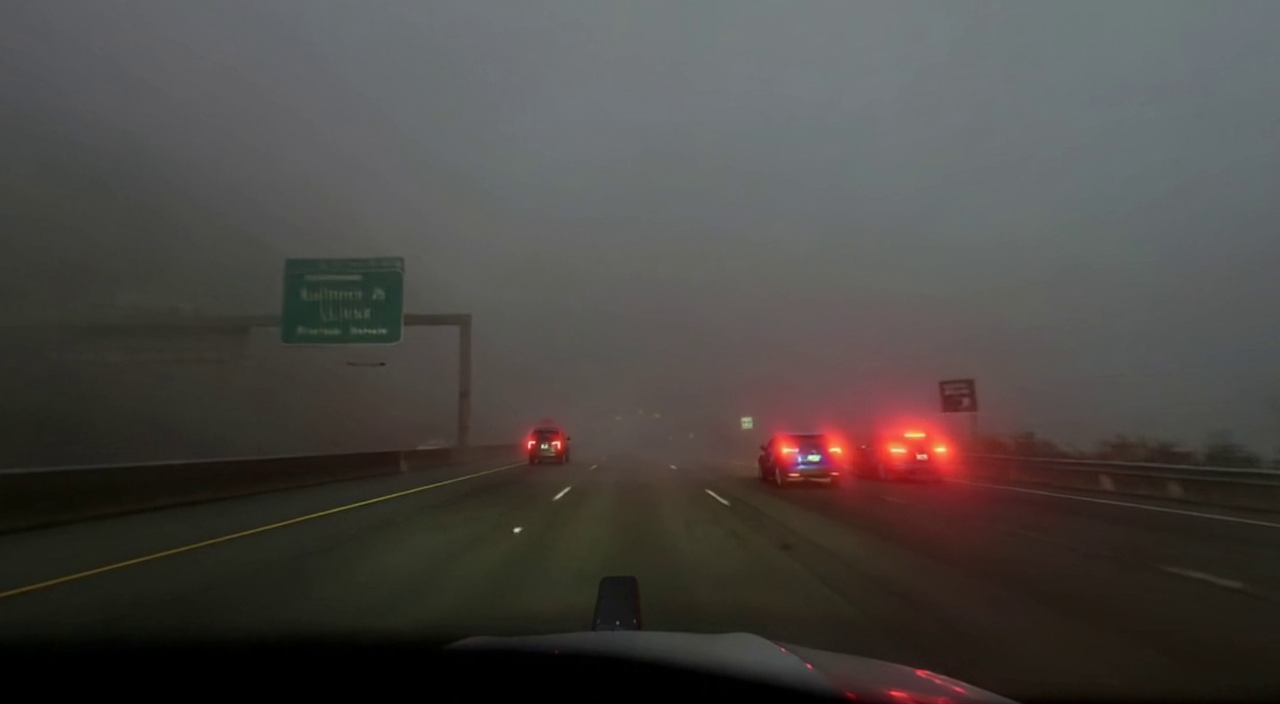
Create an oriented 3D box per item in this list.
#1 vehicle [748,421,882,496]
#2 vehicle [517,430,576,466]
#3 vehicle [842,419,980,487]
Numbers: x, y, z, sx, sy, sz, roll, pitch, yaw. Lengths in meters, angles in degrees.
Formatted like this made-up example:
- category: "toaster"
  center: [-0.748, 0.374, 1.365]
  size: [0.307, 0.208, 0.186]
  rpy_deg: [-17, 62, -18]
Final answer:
- category: "vehicle"
  center: [4.039, 2.515, 15.329]
  size: [2.011, 1.576, 4.060]
  rpy_deg: [0, -8, -1]
- category: "vehicle"
  center: [-3.999, 4.181, 27.617]
  size: [2.032, 1.465, 4.316]
  rpy_deg: [0, -8, -1]
- category: "vehicle"
  center: [7.198, 2.703, 17.199]
  size: [1.956, 1.634, 3.935]
  rpy_deg: [0, -8, -1]
